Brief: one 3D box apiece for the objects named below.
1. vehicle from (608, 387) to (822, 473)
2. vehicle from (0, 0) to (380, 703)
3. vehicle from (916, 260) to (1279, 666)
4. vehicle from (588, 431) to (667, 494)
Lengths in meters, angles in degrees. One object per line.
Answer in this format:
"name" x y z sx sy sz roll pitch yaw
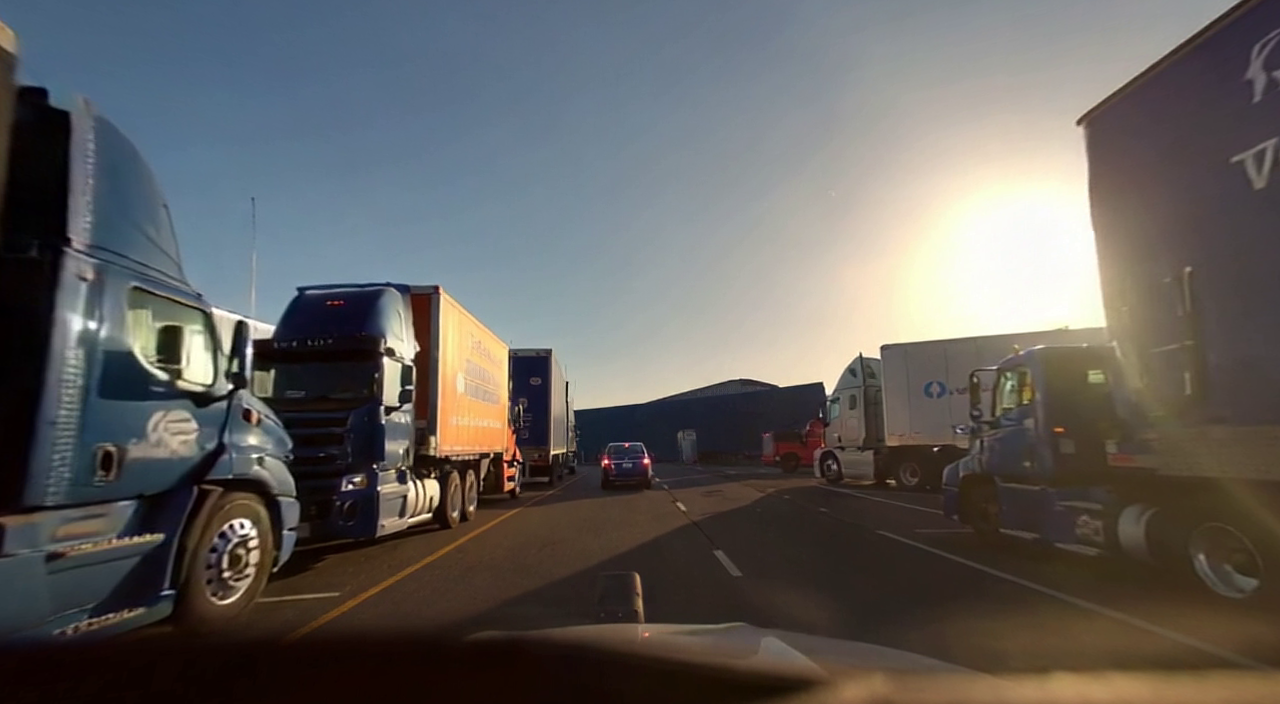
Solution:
"vehicle" 3.518 4.502 36.659 2.877 4.124 14.516 2 -7 -38
"vehicle" -3.956 0.190 2.769 2.844 3.085 6.941 0 -9 -2
"vehicle" 5.144 0.891 5.267 2.570 2.439 6.392 0 -9 -1
"vehicle" -0.397 3.318 19.055 2.140 1.682 3.971 0 -9 -1
